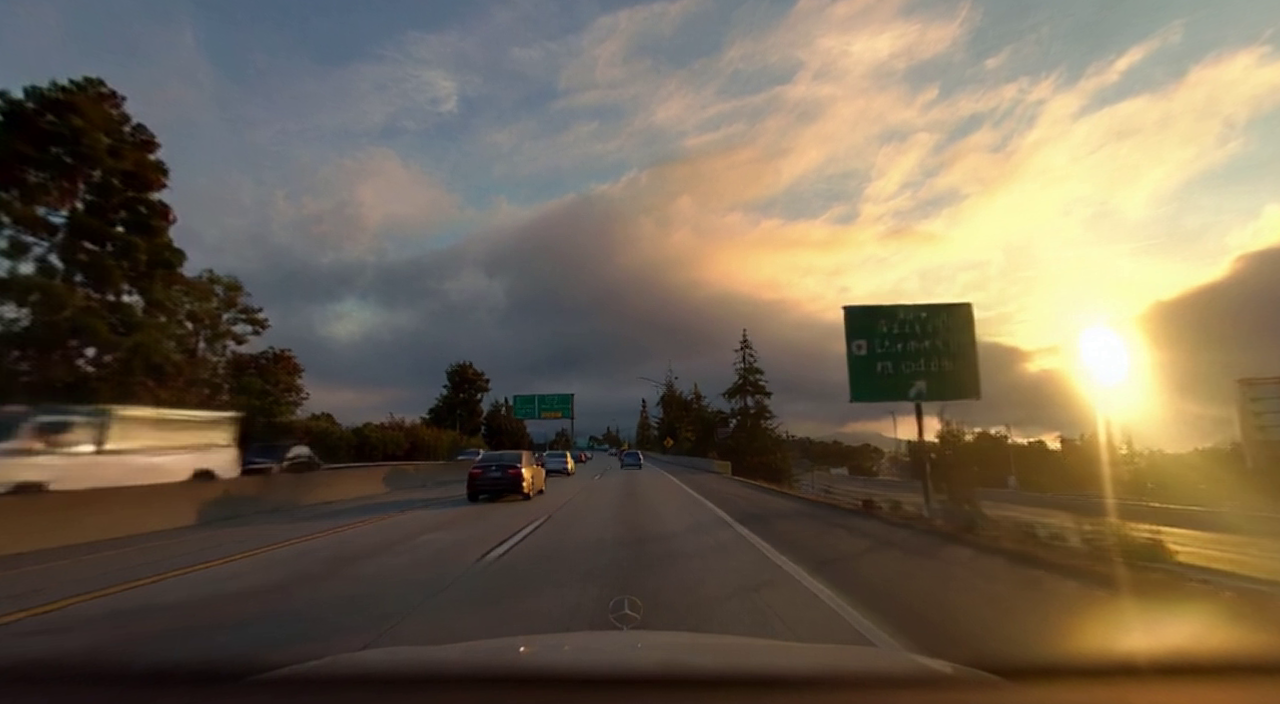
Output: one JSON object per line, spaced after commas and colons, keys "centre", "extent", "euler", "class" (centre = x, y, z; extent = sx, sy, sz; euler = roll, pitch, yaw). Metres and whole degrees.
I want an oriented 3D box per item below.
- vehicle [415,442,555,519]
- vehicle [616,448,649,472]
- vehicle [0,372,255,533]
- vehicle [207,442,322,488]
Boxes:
{"centre": [-3.402, 2.906, 14.899], "extent": [2.067, 1.509, 4.551], "euler": [0, -8, 1], "class": "vehicle"}
{"centre": [-0.489, 7.173, 42.030], "extent": [2.100, 1.471, 3.956], "euler": [0, -8, -1], "class": "vehicle"}
{"centre": [-13.450, 2.426, 15.490], "extent": [3.032, 2.987, 7.725], "euler": [0, -8, 0], "class": "vehicle"}
{"centre": [-17.565, 5.272, 29.934], "extent": [2.117, 1.959, 5.557], "euler": [0, -8, -1], "class": "vehicle"}
